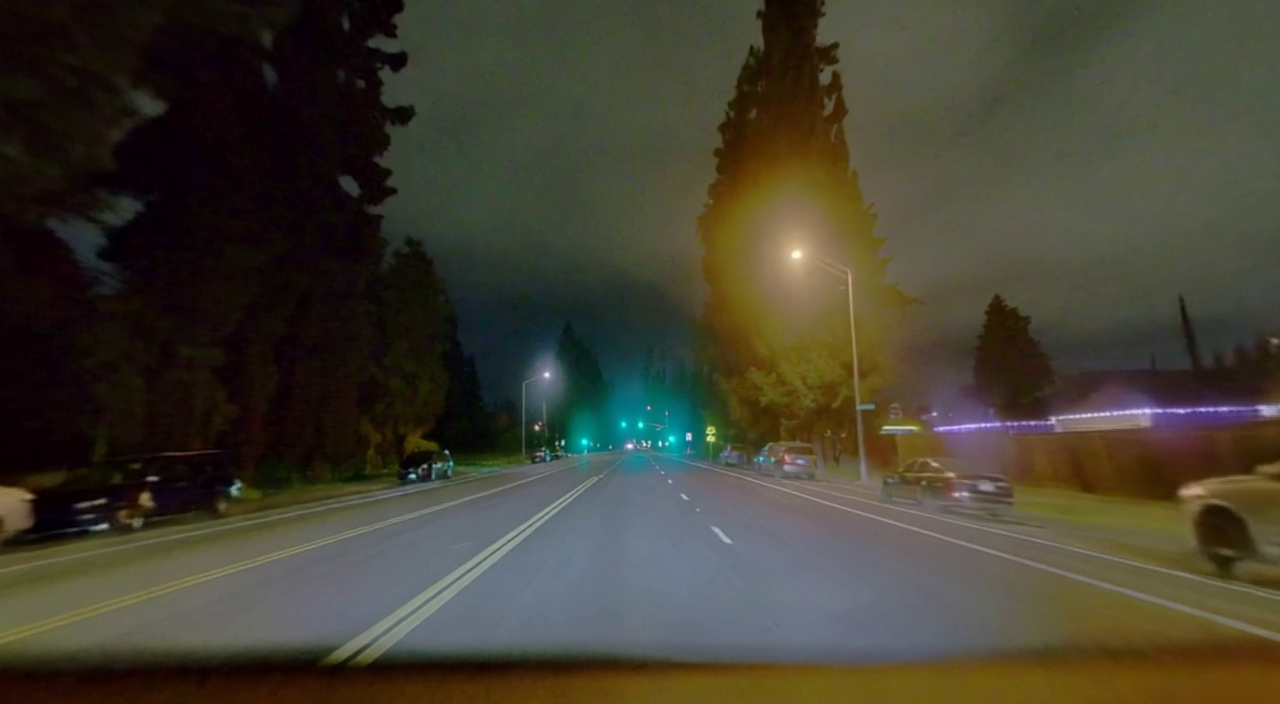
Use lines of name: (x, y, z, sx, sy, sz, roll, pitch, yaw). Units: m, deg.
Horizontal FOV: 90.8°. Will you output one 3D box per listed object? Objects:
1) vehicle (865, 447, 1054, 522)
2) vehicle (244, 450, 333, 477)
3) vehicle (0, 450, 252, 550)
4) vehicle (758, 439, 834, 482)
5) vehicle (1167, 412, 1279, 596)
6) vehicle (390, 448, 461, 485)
vehicle: (7.286, 3.030, 15.128, 1.982, 1.479, 4.687, 0, -9, -1)
vehicle: (-20.536, 6.531, 37.035, 4.055, 1.511, 1.898, 0, -9, -4)
vehicle: (-10.553, 2.943, 13.258, 1.974, 1.682, 4.339, -2, -9, 1)
vehicle: (7.021, 4.926, 29.110, 2.087, 1.762, 5.493, 0, -9, 0)
vehicle: (7.340, 1.293, 4.849, 2.064, 1.802, 5.293, 0, -9, 1)
vehicle: (-10.877, 5.824, 32.426, 2.048, 1.692, 4.635, -2, -9, 0)
